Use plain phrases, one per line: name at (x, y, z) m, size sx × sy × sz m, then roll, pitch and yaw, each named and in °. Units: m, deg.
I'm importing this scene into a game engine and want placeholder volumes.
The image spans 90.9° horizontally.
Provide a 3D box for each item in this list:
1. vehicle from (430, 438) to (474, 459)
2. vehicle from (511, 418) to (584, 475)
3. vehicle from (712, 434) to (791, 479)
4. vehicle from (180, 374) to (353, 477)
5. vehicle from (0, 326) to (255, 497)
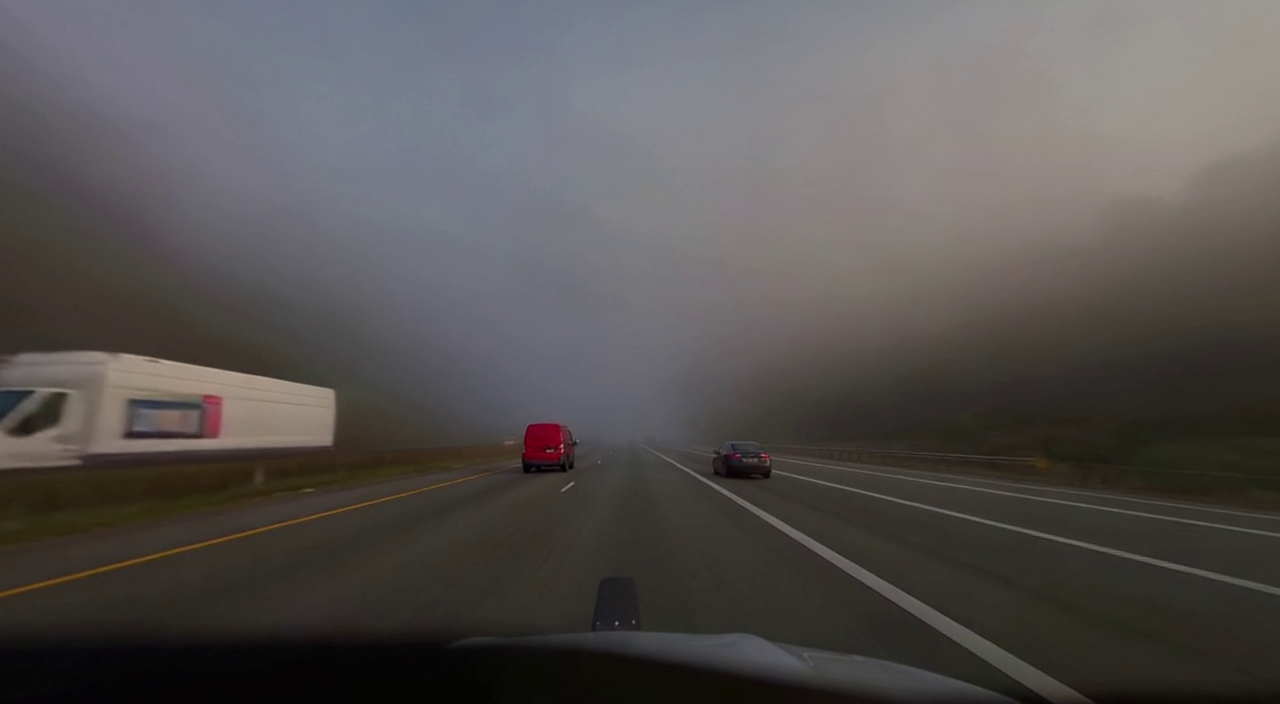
vehicle at (-12.783, 6.558, 43.066) m, size 1.789 × 1.377 × 3.840 m, roll 0°, pitch -8°, yaw 0°
vehicle at (-3.584, 3.767, 25.414) m, size 2.275 × 2.053 × 5.082 m, roll 0°, pitch -8°, yaw -1°
vehicle at (3.879, 3.685, 22.646) m, size 2.020 × 1.464 × 3.803 m, roll 0°, pitch -8°, yaw -2°
vehicle at (-16.276, 3.384, 28.540) m, size 2.838 × 3.917 × 8.722 m, roll 1°, pitch -8°, yaw -4°
vehicle at (-15.937, 1.883, 18.282) m, size 2.954 × 3.813 × 10.753 m, roll 0°, pitch -8°, yaw -1°
